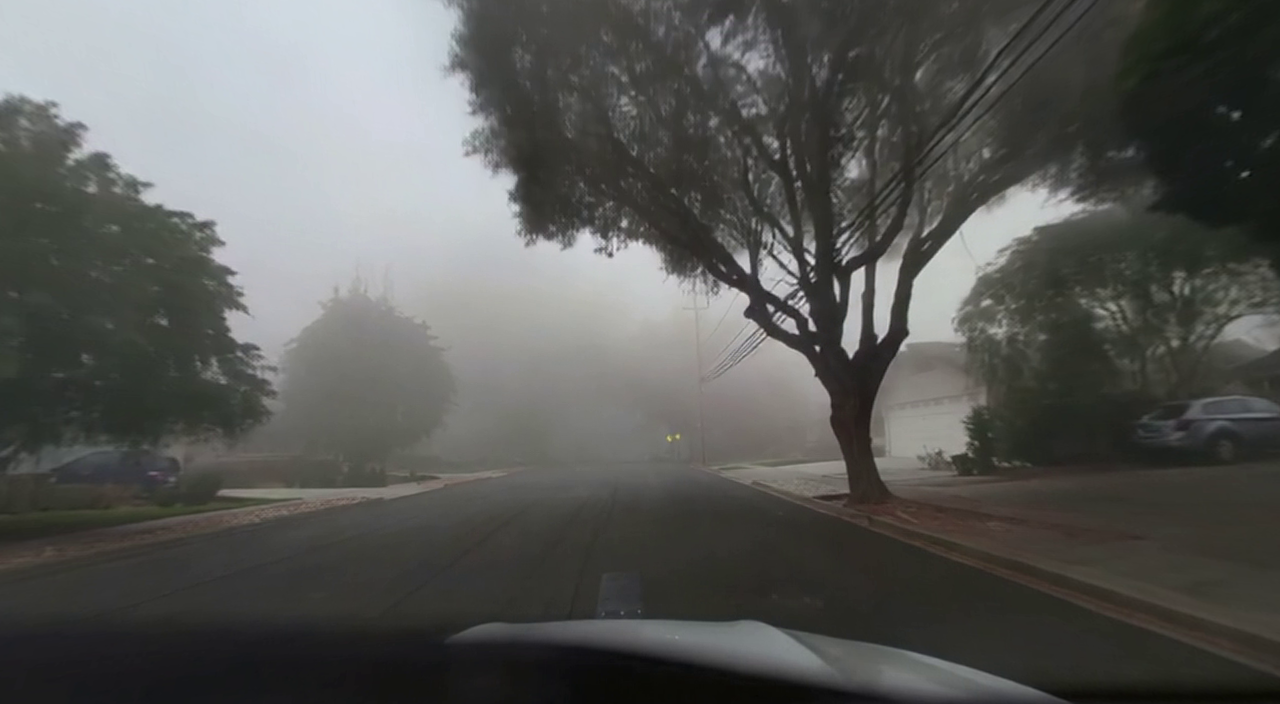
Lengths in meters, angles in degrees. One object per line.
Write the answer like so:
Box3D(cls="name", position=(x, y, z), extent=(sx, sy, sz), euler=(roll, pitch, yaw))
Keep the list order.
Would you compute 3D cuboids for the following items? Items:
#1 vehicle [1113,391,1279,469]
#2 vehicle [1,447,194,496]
Box3D(cls="vehicle", position=(14.628, 1.929, 15.446), extent=(4.672, 1.732, 2.020), euler=(1, -9, -7))
Box3D(cls="vehicle", position=(-17.591, 3.833, 20.677), extent=(4.519, 1.426, 1.903), euler=(8, -12, -43))
